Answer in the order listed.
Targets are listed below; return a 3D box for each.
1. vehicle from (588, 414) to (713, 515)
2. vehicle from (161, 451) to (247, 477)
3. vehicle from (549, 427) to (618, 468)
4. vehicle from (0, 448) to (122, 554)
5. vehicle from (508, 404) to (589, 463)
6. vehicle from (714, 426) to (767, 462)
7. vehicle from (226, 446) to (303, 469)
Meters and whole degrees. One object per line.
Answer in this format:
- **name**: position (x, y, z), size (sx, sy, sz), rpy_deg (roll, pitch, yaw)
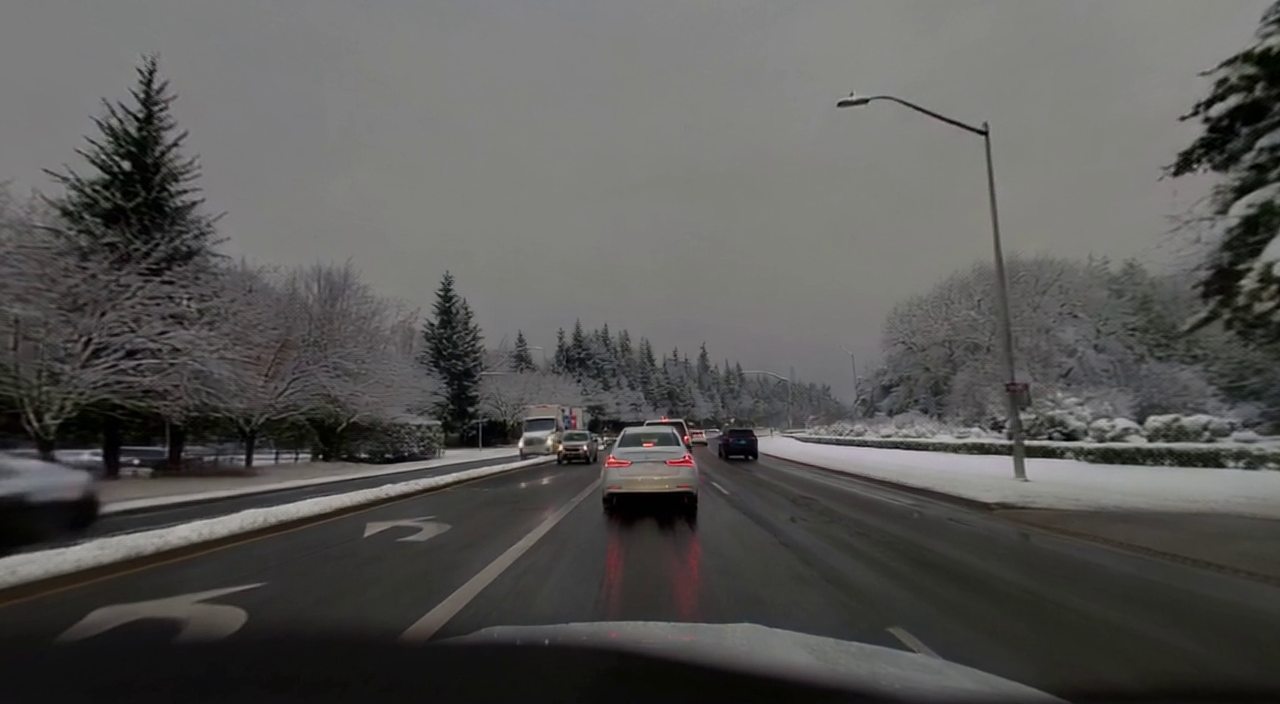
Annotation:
- **vehicle**: position (0.208, 2.235, 13.005), size (2.154, 1.710, 4.128), rpy_deg (-1, -8, 1)
- **vehicle**: position (-26.761, 6.864, 38.758), size (4.260, 1.498, 1.769), rpy_deg (-2, -8, 9)
- **vehicle**: position (-2.610, 4.578, 30.395), size (2.057, 1.786, 4.725), rpy_deg (-2, -8, 11)
- **vehicle**: position (-10.158, 2.124, 8.815), size (1.909, 1.471, 4.502), rpy_deg (-1, -8, 2)
- **vehicle**: position (-5.680, 5.369, 41.110), size (2.961, 3.316, 9.483), rpy_deg (-1, -8, 6)
- **vehicle**: position (5.219, 4.862, 33.375), size (2.155, 1.786, 4.459), rpy_deg (-1, -8, 2)
- **vehicle**: position (-26.223, 7.393, 44.109), size (4.398, 1.532, 1.769), rpy_deg (-2, -8, 8)
